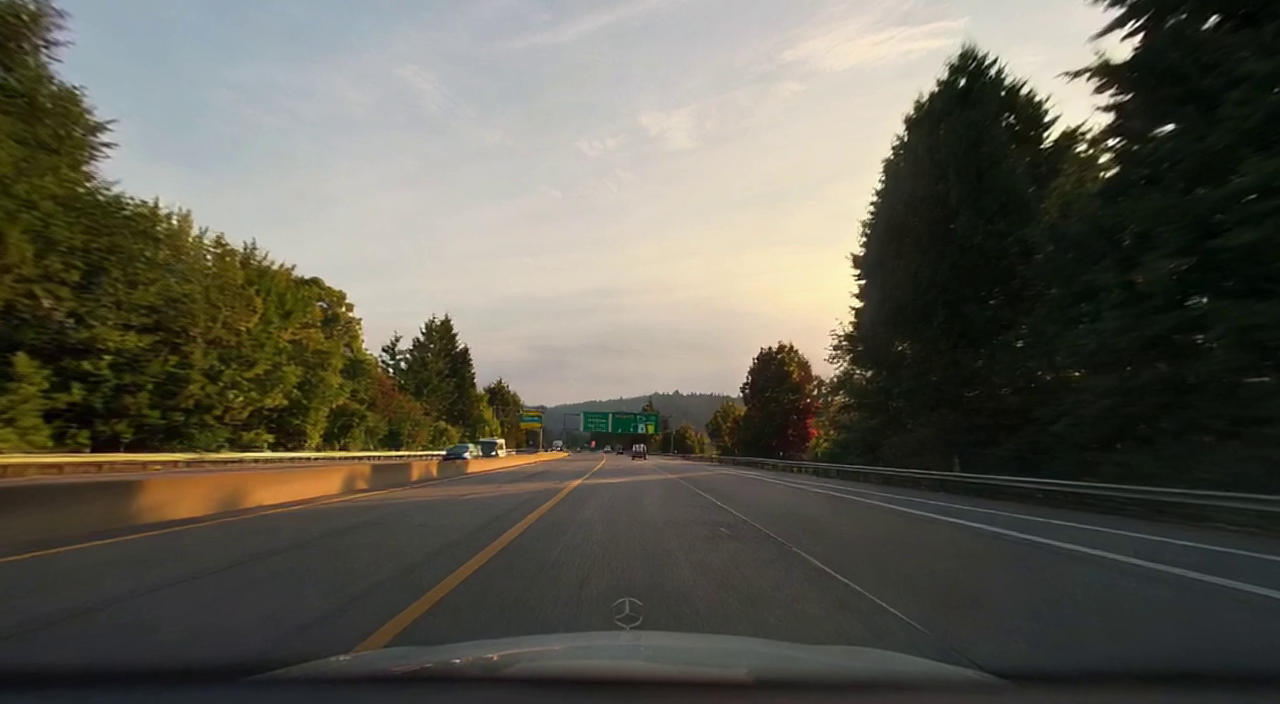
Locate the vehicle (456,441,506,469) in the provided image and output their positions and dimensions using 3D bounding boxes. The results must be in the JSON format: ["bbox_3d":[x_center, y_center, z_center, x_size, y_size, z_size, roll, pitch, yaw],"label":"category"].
[{"bbox_3d":[-8.991,5.870,36.040,1.840,1.472,4.202,0,-9,-1],"label":"vehicle"}]
